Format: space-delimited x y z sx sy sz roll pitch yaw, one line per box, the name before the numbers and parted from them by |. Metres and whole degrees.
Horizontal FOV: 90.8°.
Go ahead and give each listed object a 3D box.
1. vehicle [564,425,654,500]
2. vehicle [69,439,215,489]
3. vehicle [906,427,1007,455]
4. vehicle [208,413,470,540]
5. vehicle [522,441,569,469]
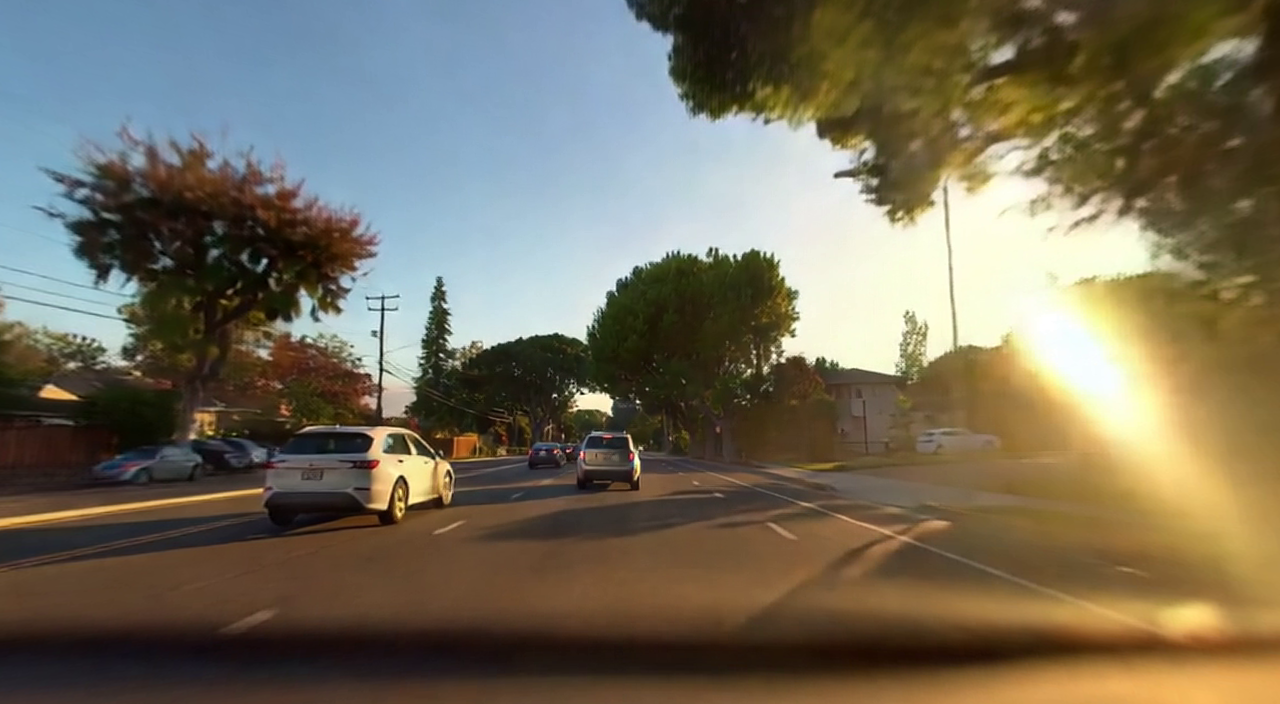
vehicle | -0.770 2.941 17.191 2.131 1.761 4.242 0 -8 -1
vehicle | -19.310 4.318 24.829 1.971 1.759 4.631 0 -8 -1
vehicle | 17.259 4.878 34.615 4.500 1.442 1.930 0 -8 3
vehicle | -4.761 2.035 11.037 2.243 1.722 4.621 0 -8 0
vehicle | -5.376 5.903 36.564 2.014 1.493 4.658 0 -8 0
